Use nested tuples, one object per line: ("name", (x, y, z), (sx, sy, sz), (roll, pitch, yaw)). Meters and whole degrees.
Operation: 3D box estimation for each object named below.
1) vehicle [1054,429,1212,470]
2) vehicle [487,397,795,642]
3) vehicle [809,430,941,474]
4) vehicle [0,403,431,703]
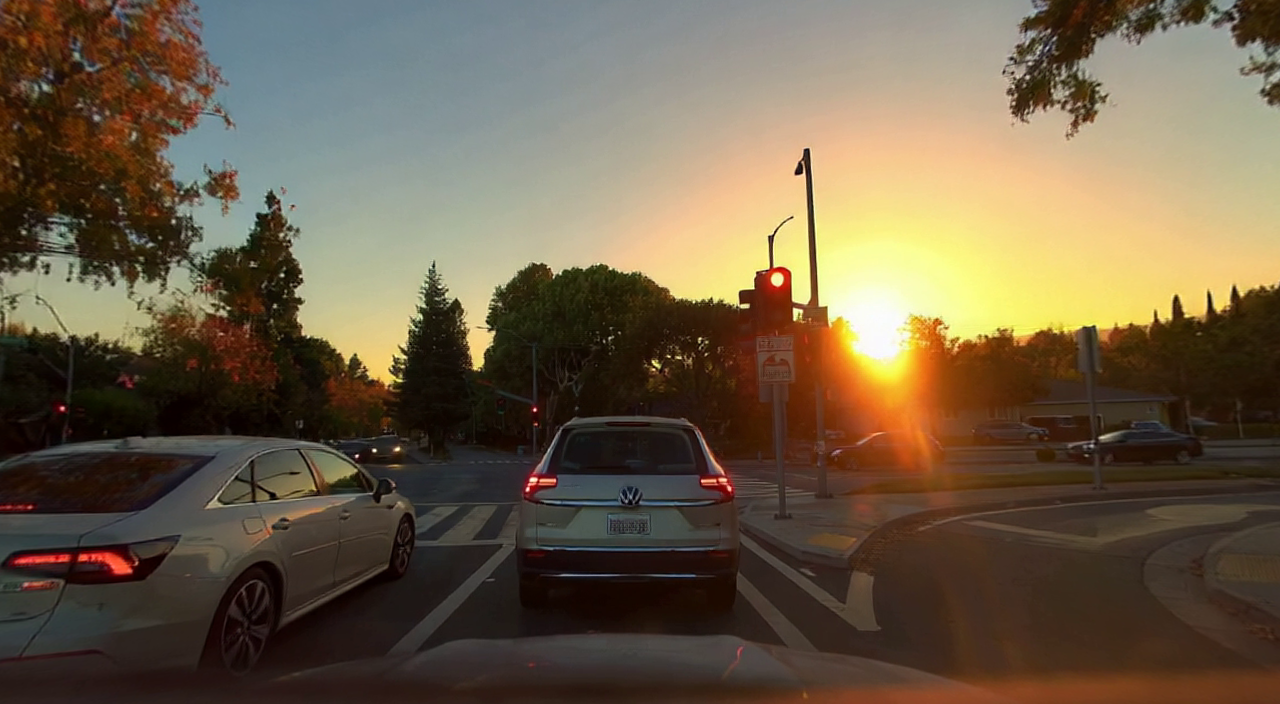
("vehicle", (20.130, 4.000, 25.985), (4.670, 1.616, 1.926), (-1, -9, 6))
("vehicle", (-0.134, 1.468, 6.555), (2.154, 1.670, 4.140), (1, -9, -4))
("vehicle", (9.945, 4.281, 27.086), (4.887, 1.769, 2.035), (-1, -9, 6))
("vehicle", (-3.283, 1.277, 4.714), (2.035, 1.492, 4.415), (0, -9, -2))
